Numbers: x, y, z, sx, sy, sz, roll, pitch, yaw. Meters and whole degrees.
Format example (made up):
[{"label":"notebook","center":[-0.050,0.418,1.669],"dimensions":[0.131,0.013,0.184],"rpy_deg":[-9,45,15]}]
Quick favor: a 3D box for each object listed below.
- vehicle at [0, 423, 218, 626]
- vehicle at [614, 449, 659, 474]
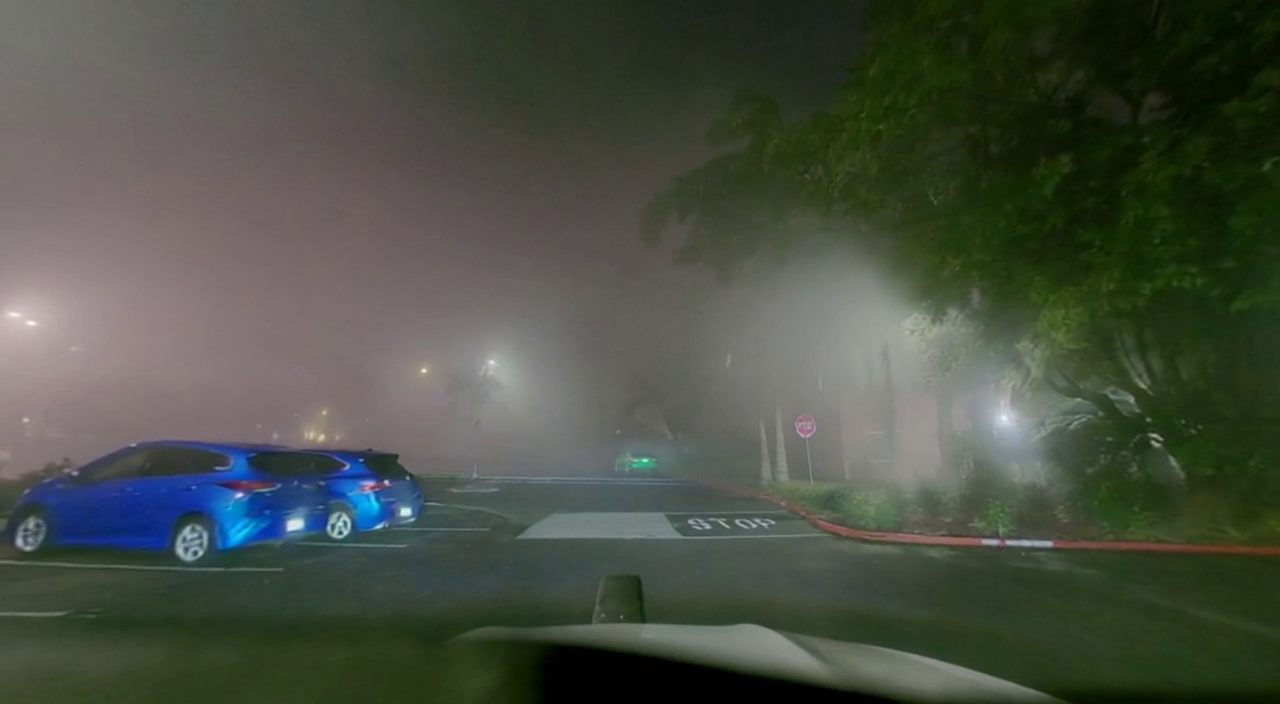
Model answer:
[{"label":"vehicle","center":[-7.375,1.543,6.557],"dimensions":[4.416,1.636,2.206],"rpy_deg":[2,-9,7]},{"label":"vehicle","center":[-0.305,7.742,44.985],"dimensions":[2.071,1.700,4.367],"rpy_deg":[3,-9,-16]}]
